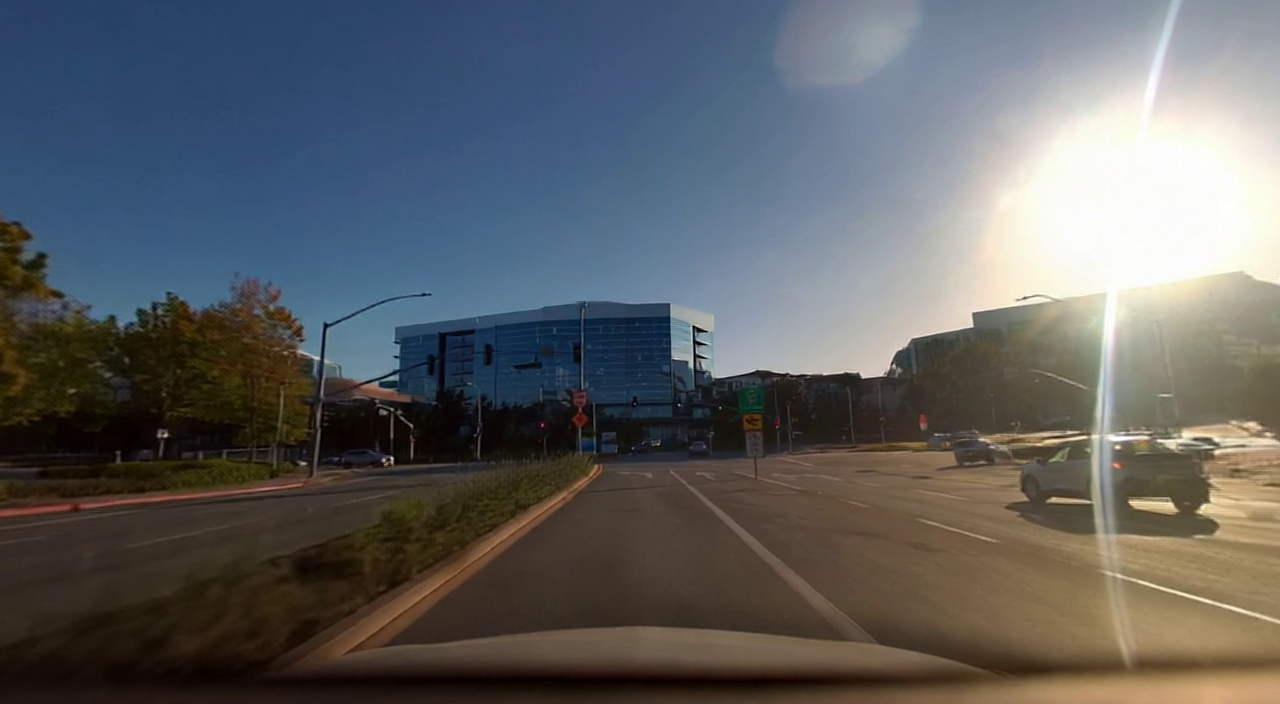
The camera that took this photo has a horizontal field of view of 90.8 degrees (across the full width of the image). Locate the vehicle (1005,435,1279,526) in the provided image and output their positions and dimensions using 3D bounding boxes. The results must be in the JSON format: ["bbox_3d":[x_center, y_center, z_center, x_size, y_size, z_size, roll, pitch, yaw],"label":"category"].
[{"bbox_3d":[9.732,2.469,12.823,1.933,1.500,4.458,0,-8,-1],"label":"vehicle"}]

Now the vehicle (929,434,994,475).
[{"bbox_3d":[15.462,4.926,30.637,1.951,1.843,4.335,-3,-9,16],"label":"vehicle"}]
